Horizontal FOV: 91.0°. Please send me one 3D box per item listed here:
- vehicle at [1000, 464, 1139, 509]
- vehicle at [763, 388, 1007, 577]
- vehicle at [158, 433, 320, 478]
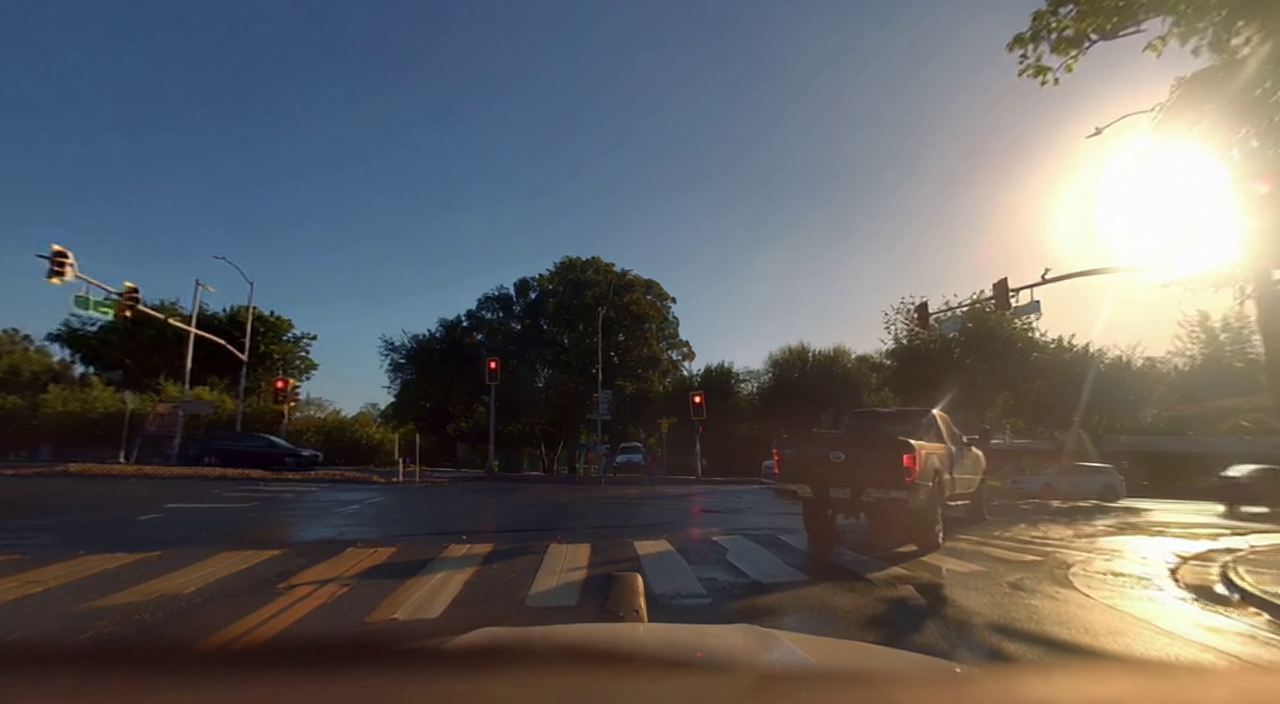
[{"bbox_3d":[17.891,5.610,26.386,4.356,1.498,1.957,-3,-8,-2],"label":"vehicle"},{"bbox_3d":[4.724,2.148,11.379,2.851,2.400,5.978,-5,-10,32],"label":"vehicle"},{"bbox_3d":[-15.218,3.937,24.163,1.964,1.525,4.750,-7,-11,40],"label":"vehicle"}]
